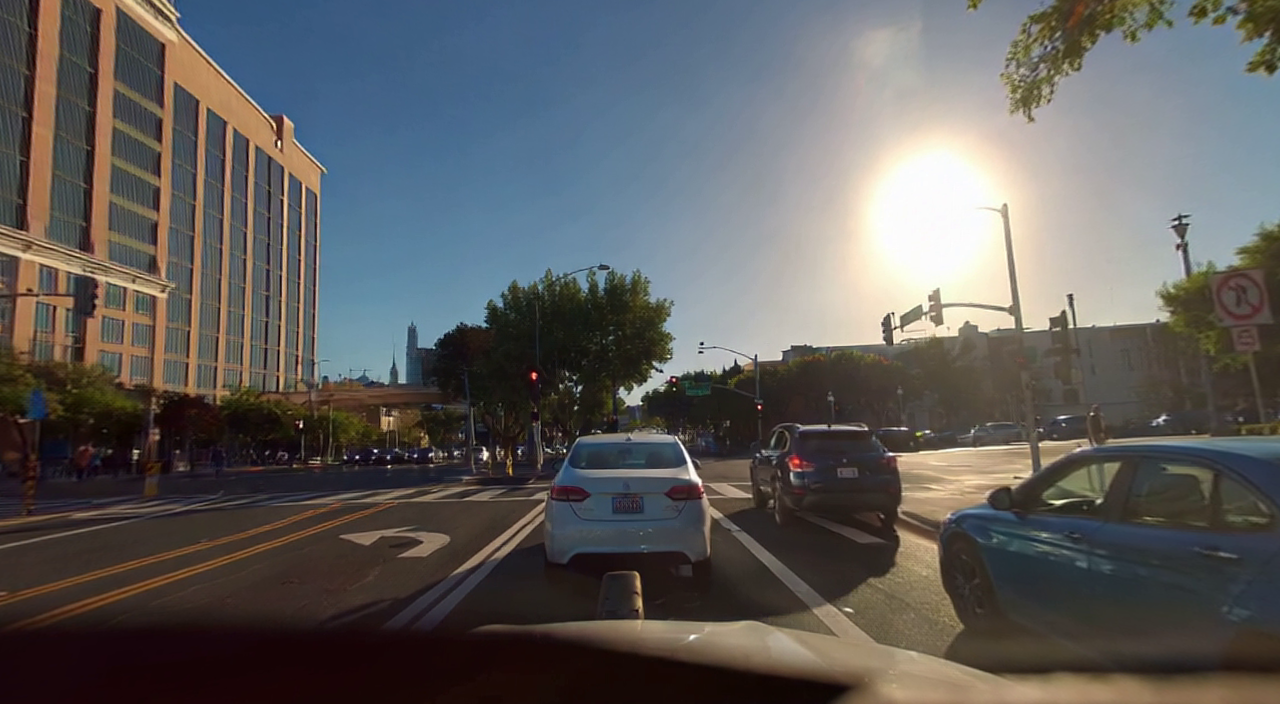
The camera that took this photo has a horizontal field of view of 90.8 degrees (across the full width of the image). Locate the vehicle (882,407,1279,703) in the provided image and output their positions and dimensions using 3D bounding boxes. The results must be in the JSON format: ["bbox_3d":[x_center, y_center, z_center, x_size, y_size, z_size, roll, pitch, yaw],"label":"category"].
[{"bbox_3d":[3.374,1.203,4.148,1.833,1.465,4.258,0,-8,-1],"label":"vehicle"}]

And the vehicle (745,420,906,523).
[{"bbox_3d":[3.539,2.381,13.108,1.978,1.738,4.599,0,-8,1],"label":"vehicle"}]

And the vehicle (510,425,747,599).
[{"bbox_3d":[-0.116,1.699,7.546,2.096,1.521,3.747,0,-8,0],"label":"vehicle"}]
